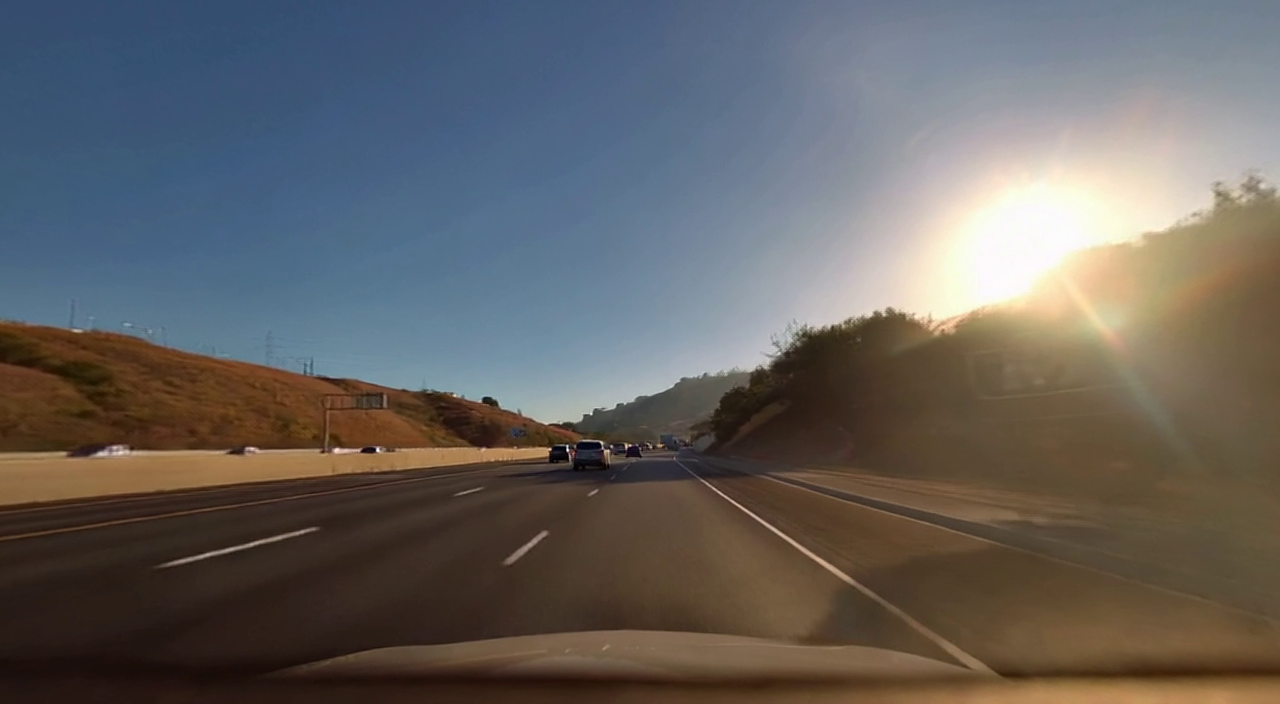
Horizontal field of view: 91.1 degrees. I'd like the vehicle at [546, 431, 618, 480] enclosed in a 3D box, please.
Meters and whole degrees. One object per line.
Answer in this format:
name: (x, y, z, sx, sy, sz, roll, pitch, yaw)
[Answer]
vehicle: (-2.332, 4.388, 26.871, 2.413, 1.896, 5.218, 0, -8, 2)
